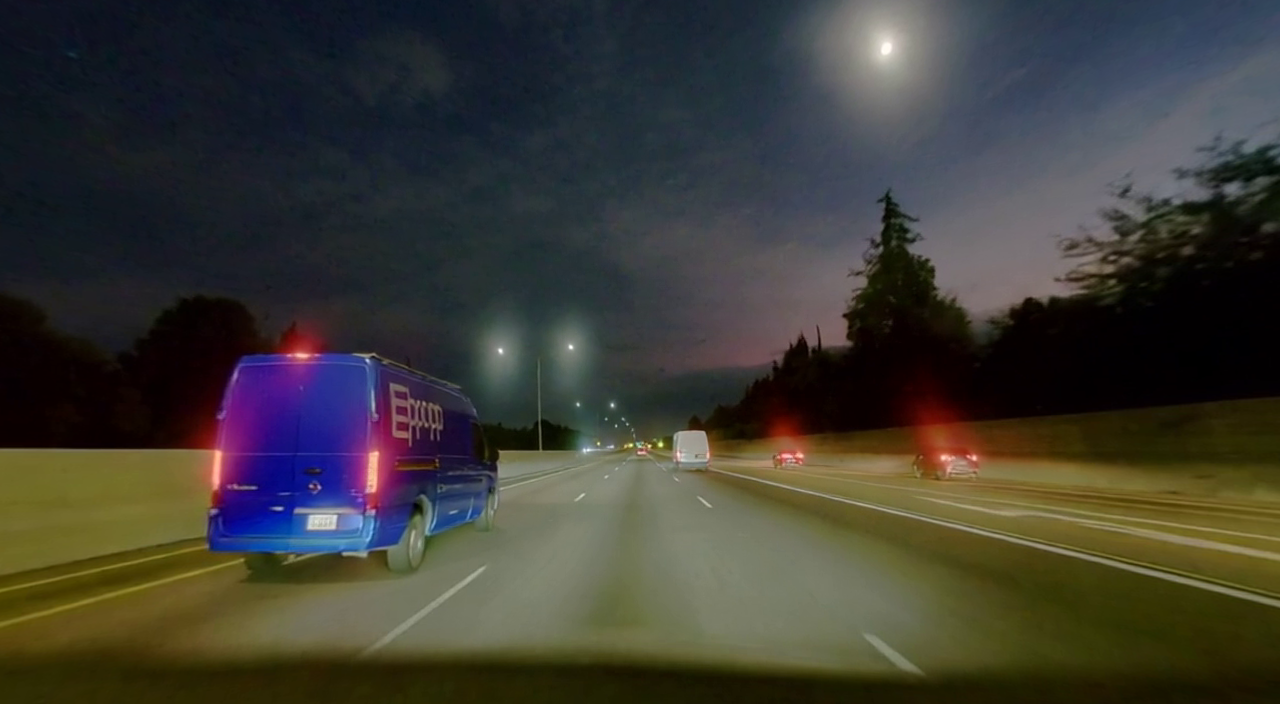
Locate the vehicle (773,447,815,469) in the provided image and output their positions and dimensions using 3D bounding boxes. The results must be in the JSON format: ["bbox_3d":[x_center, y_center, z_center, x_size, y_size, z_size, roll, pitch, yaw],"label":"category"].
[{"bbox_3d":[11.114,7.652,45.692,1.870,1.497,3.886,0,-9,-2],"label":"vehicle"}]

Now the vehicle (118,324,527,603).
[{"bbox_3d":[-3.410,1.471,8.884,2.409,2.523,6.275,0,-9,0],"label":"vehicle"}]

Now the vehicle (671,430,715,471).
[{"bbox_3d":[3.554,6.791,43.436,2.373,2.561,5.922,0,-9,-1],"label":"vehicle"}]
